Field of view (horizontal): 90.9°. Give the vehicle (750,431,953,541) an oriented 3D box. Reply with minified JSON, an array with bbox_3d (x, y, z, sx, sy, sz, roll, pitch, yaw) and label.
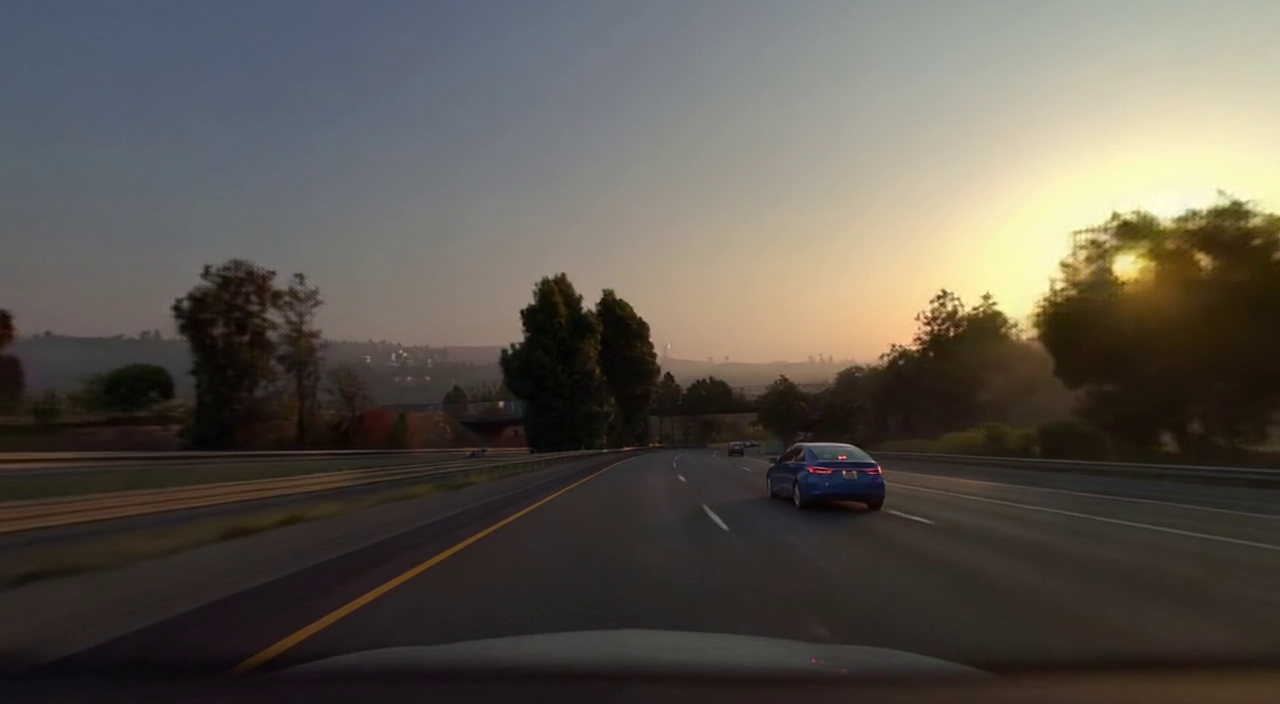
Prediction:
[{"bbox_3d":[3.413,2.242,11.239,2.050,1.546,4.344,0,-8,-1],"label":"vehicle"}]
